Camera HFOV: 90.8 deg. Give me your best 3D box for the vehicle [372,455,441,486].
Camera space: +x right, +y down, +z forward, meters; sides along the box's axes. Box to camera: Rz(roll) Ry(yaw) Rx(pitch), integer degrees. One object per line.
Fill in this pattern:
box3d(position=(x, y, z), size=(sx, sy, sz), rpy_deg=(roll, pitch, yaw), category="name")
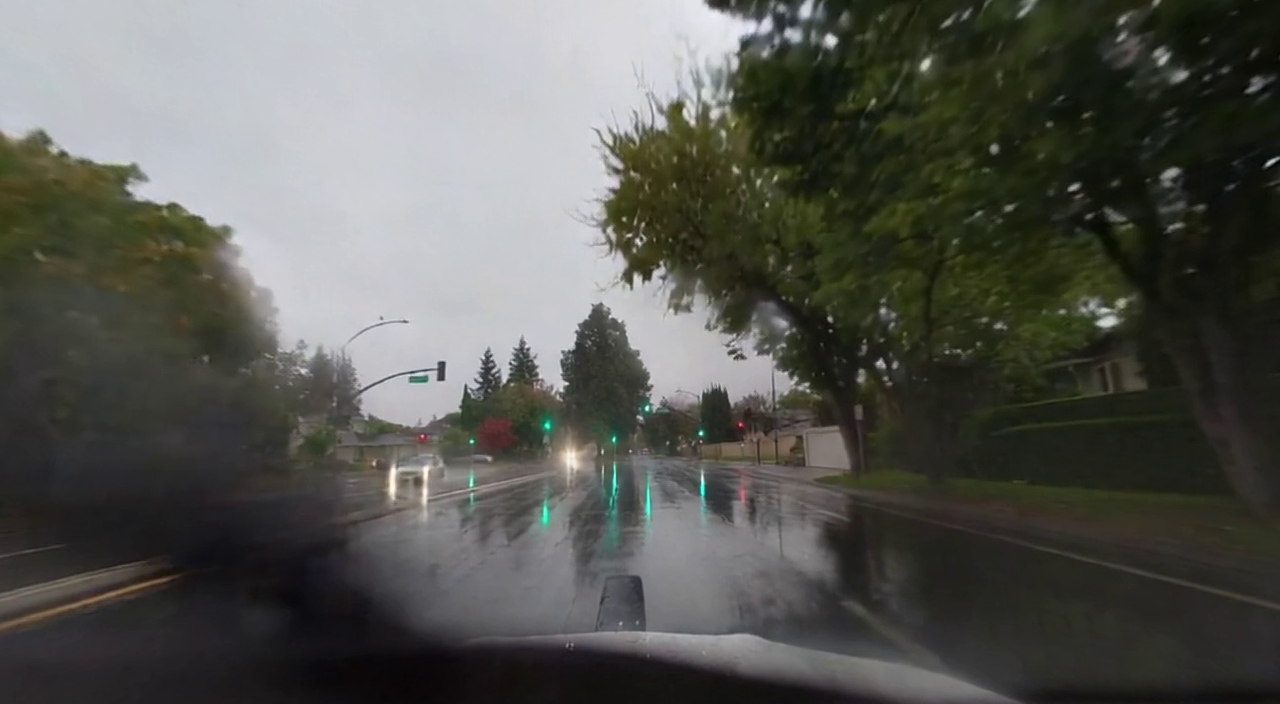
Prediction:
box3d(position=(-12.672, 6.449, 34.646), size=(1.923, 1.516, 4.735), rpy_deg=(0, -9, 0), category="vehicle")
